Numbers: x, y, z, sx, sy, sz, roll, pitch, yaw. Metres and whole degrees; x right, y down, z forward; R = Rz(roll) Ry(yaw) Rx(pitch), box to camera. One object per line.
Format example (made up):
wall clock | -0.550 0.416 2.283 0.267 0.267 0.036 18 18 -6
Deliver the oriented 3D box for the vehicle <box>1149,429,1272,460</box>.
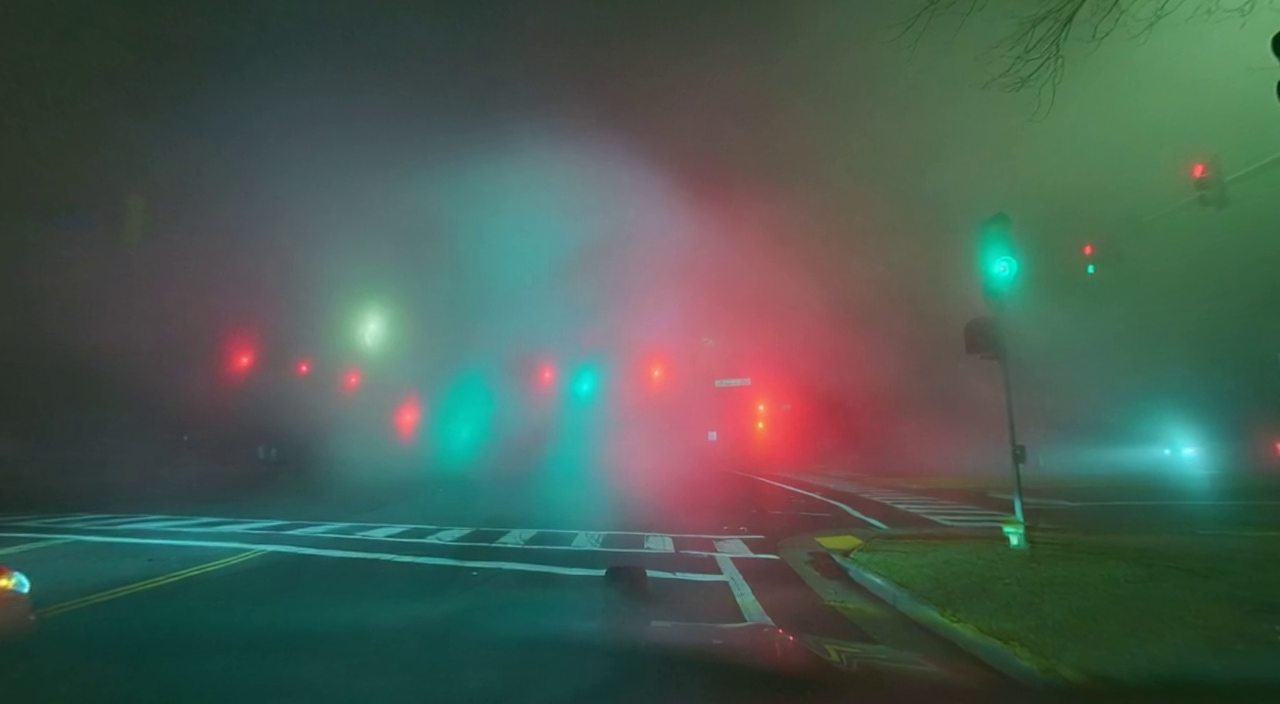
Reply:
vehicle | 27.832 4.541 30.908 3.952 1.468 1.768 -3 -9 21
